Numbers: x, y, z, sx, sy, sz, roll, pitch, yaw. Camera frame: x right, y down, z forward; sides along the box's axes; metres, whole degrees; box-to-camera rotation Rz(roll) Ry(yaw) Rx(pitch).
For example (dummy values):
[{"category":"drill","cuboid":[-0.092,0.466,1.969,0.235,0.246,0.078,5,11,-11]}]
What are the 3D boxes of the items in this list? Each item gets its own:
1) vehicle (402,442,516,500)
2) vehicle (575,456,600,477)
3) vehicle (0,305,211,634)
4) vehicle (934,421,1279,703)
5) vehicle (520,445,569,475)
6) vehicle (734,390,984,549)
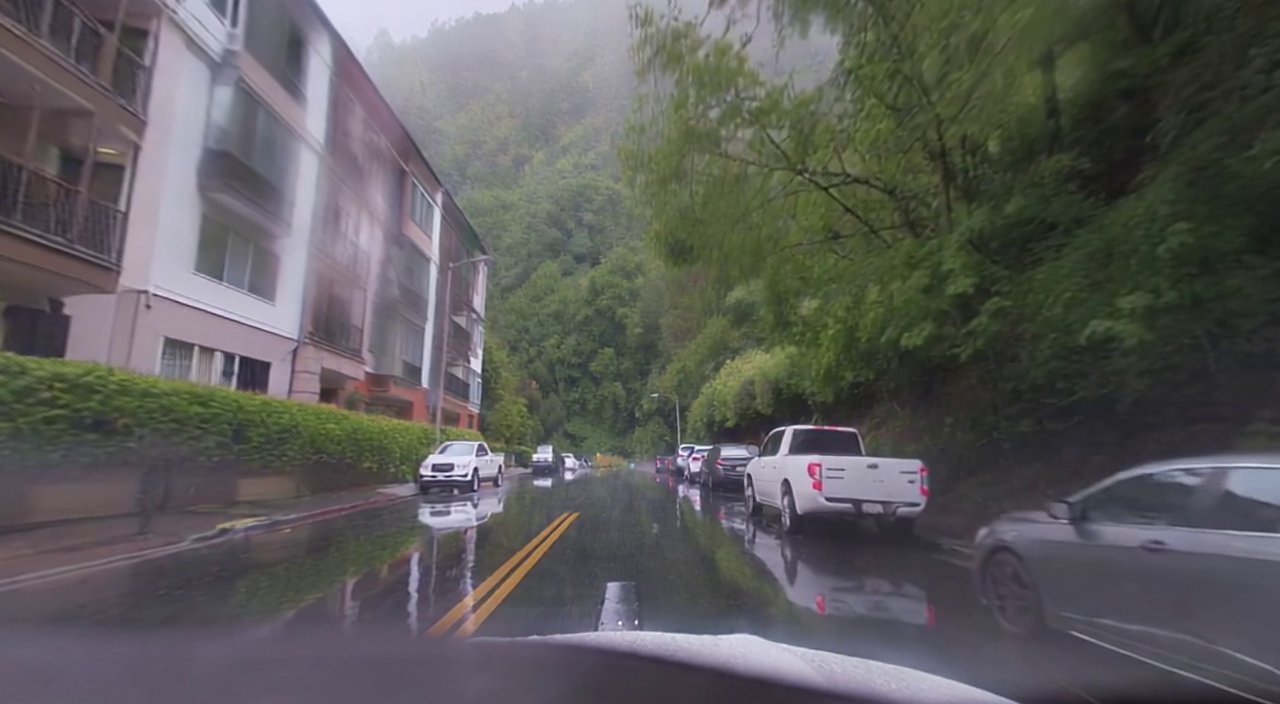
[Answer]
[{"category":"vehicle","cuboid":[-6.366,4.258,23.046,2.374,1.843,5.638,0,-9,1]},{"category":"vehicle","cuboid":[-4.047,8.996,49.098,1.856,1.474,4.522,1,-12,-3]},{"category":"vehicle","cuboid":[-6.179,1.071,5.944,1.944,2.626,3.160,0,-8,-2]},{"category":"vehicle","cuboid":[3.582,1.115,3.025,1.866,1.510,4.615,1,-9,-4]},{"category":"vehicle","cuboid":[-6.672,7.741,44.805,2.692,1.949,5.948,0,-11,-1]},{"category":"vehicle","cuboid":[3.436,2.028,11.458,2.482,2.184,5.383,0,-9,-1]}]
